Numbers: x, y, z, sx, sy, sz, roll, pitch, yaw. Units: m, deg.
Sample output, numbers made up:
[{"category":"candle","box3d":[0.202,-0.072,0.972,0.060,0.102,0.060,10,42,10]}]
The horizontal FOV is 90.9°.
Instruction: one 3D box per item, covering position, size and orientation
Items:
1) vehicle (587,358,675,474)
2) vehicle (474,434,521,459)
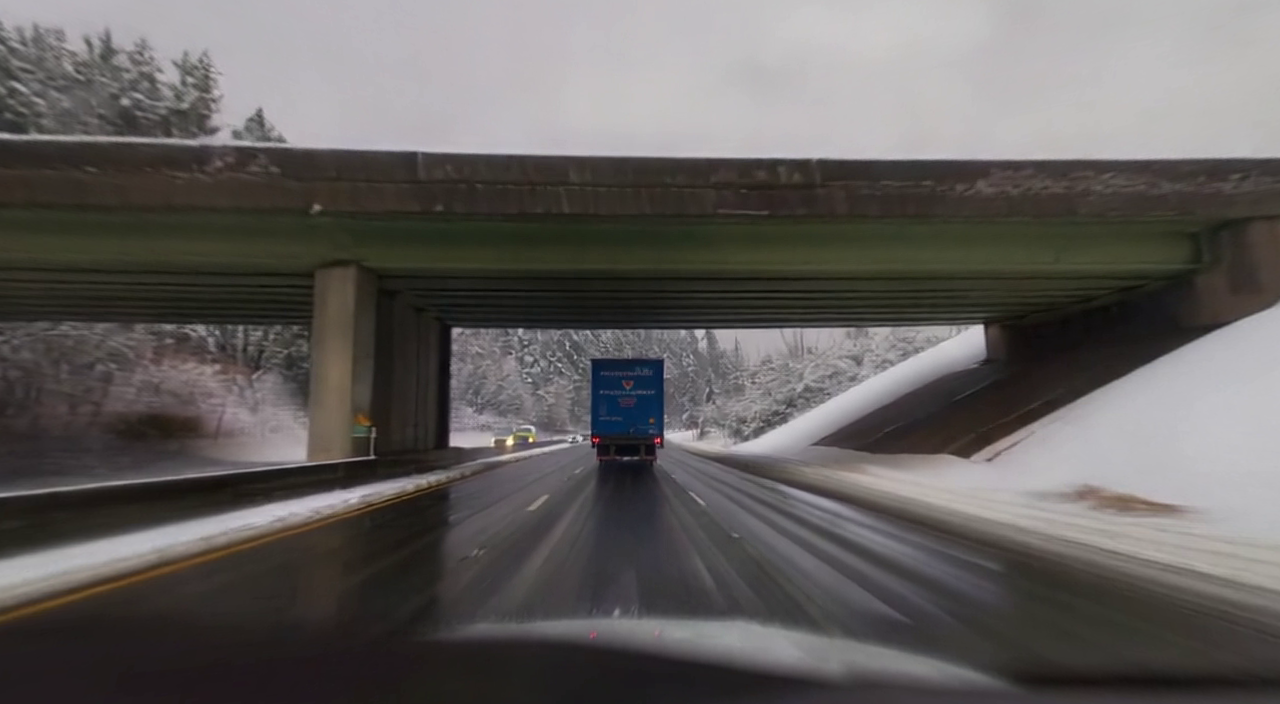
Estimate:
[{"category":"vehicle","box3d":[-0.517,2.779,26.102,2.895,3.861,10.213,0,-8,-2]},{"category":"vehicle","box3d":[-8.637,5.720,38.455,1.889,1.432,4.287,0,-8,0]}]
